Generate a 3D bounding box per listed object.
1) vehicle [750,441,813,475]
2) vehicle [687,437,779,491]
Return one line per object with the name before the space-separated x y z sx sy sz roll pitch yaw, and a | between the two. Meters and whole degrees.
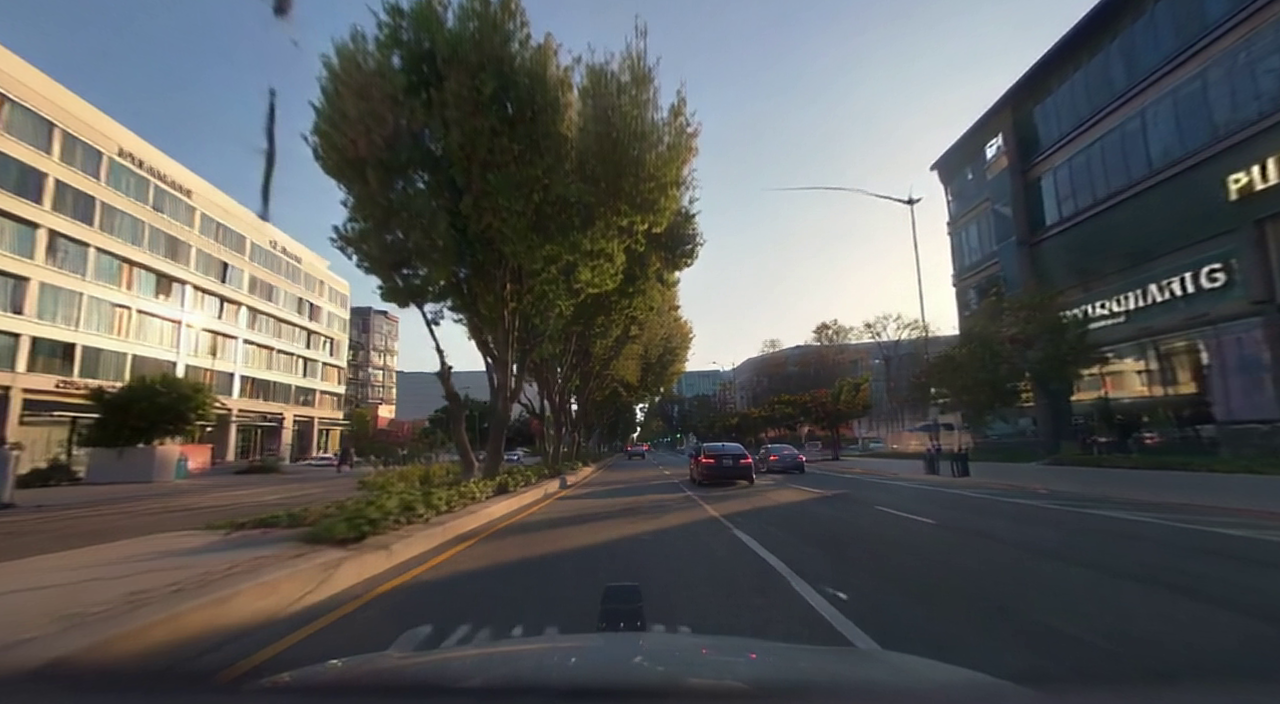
vehicle | 6.363 4.826 28.979 1.912 1.411 4.380 0 -9 0
vehicle | 2.746 3.458 19.833 2.131 1.491 4.496 0 -9 -1
